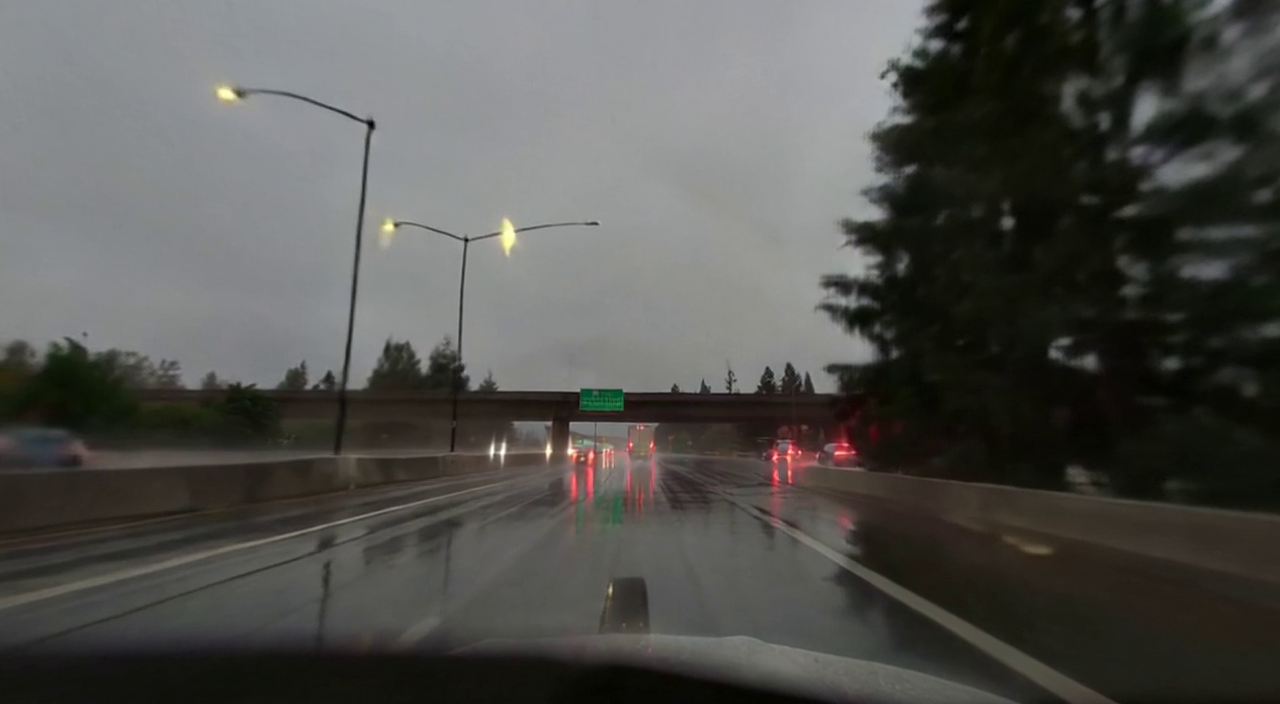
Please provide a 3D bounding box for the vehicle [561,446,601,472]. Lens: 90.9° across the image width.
[{"bbox_3d":[-3.664,6.732,39.817,2.070,1.564,4.145,0,-9,0],"label":"vehicle"}]
